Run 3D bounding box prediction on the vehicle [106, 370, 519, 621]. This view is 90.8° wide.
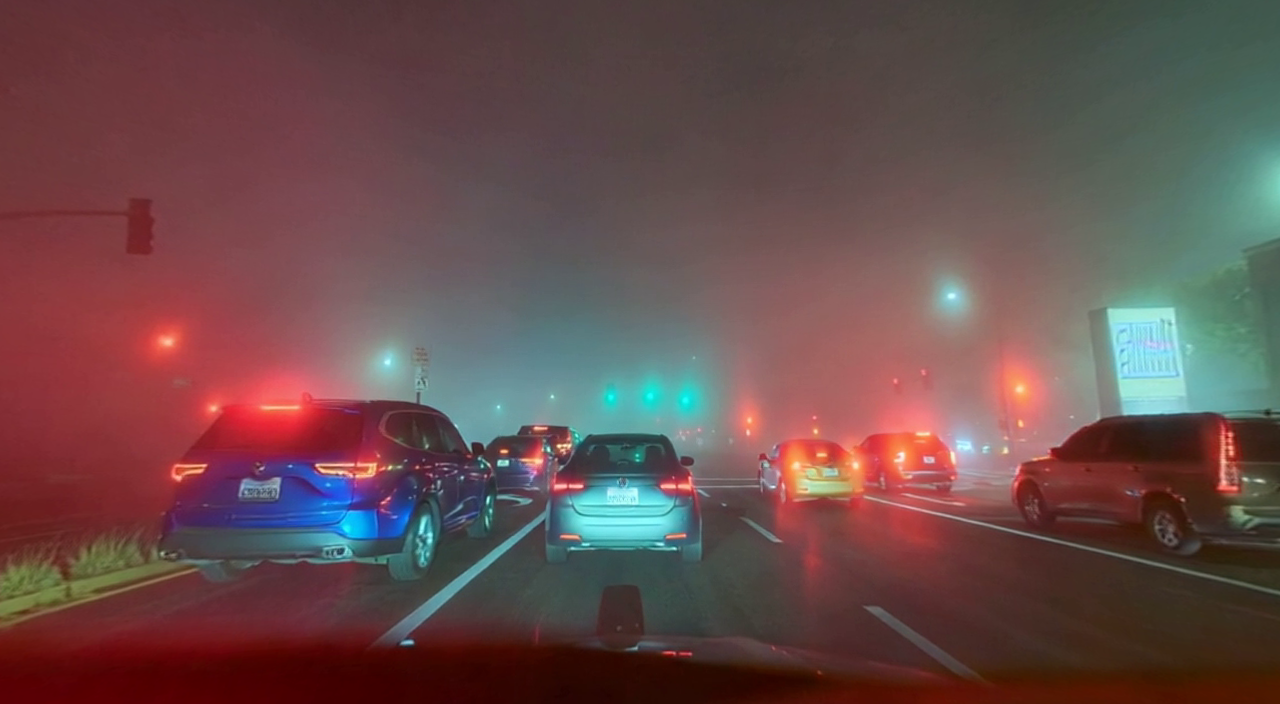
[{"bbox_3d":[-2.849,1.392,7.062,2.064,1.825,4.760,0,-8,0],"label":"vehicle"}]

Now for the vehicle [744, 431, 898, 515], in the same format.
[{"bbox_3d":[3.587,2.476,13.464,1.861,1.473,4.393,0,-8,-1],"label":"vehicle"}]

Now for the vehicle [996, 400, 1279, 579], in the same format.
[{"bbox_3d":[7.242,1.677,8.505,2.068,1.731,4.752,0,-8,0],"label":"vehicle"}]

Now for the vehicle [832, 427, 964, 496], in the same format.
[{"bbox_3d":[7.048,3.034,17.776,1.894,1.693,4.110,0,-8,-1],"label":"vehicle"}]

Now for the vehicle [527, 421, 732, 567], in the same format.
[{"bbox_3d":[-0.145,1.760,8.560,2.097,1.480,4.006,0,-8,-1],"label":"vehicle"}]
